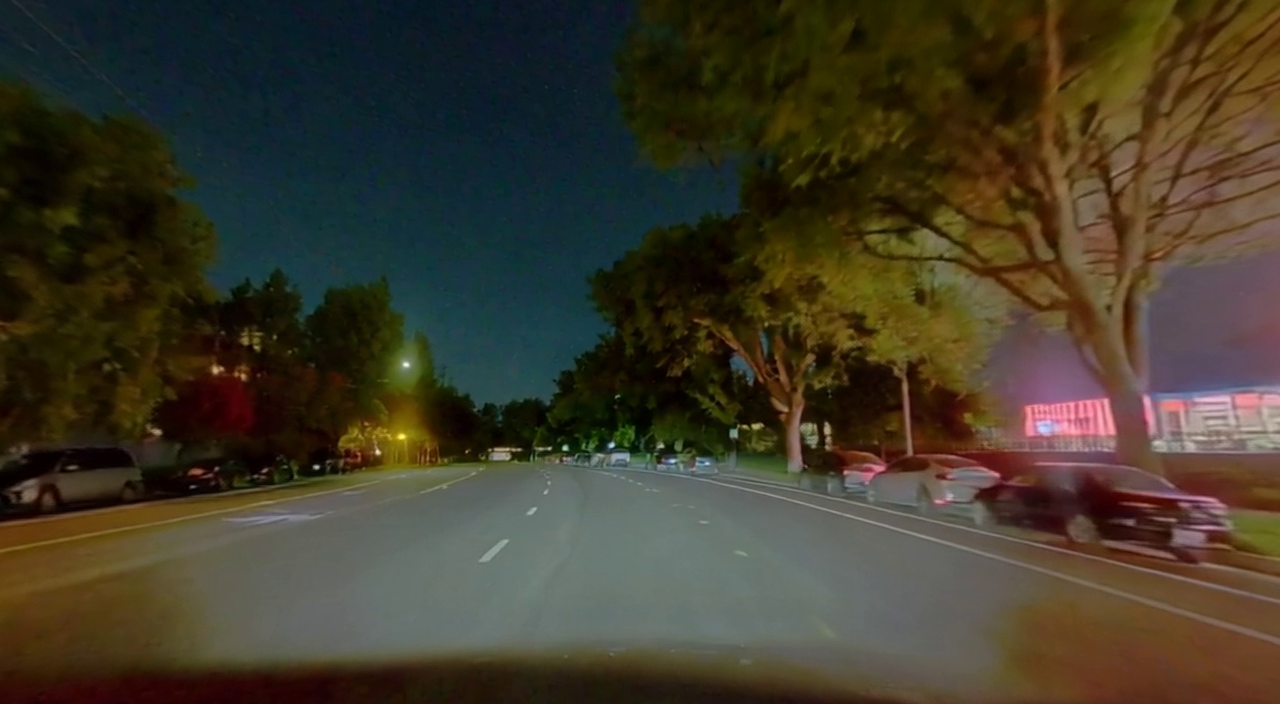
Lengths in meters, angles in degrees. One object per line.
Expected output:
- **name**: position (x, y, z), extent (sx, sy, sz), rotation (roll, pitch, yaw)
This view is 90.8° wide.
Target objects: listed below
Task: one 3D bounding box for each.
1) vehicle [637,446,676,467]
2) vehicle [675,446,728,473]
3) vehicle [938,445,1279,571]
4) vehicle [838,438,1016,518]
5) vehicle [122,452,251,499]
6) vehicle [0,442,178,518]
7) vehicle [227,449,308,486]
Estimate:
- **vehicle**: position (1.159, 7.671, 46.612), extent (1.853, 1.446, 4.187), rotation (2, -9, -13)
- **vehicle**: position (3.588, 6.366, 37.707), extent (2.012, 1.517, 4.287), rotation (1, -9, -10)
- **vehicle**: position (7.112, 2.298, 10.280), extent (1.872, 1.515, 4.799), rotation (1, -9, -5)
- **vehicle**: position (6.654, 2.937, 15.288), extent (2.065, 1.632, 4.206), rotation (1, -9, -5)
- **vehicle**: position (-16.362, 4.420, 23.142), extent (1.825, 1.474, 4.678), rotation (1, -9, -9)
- **vehicle**: position (-15.507, 3.408, 17.505), extent (1.876, 1.772, 5.125), rotation (1, -9, -5)
- **vehicle**: position (-17.310, 5.362, 29.624), extent (1.906, 1.542, 4.210), rotation (1, -9, -11)
